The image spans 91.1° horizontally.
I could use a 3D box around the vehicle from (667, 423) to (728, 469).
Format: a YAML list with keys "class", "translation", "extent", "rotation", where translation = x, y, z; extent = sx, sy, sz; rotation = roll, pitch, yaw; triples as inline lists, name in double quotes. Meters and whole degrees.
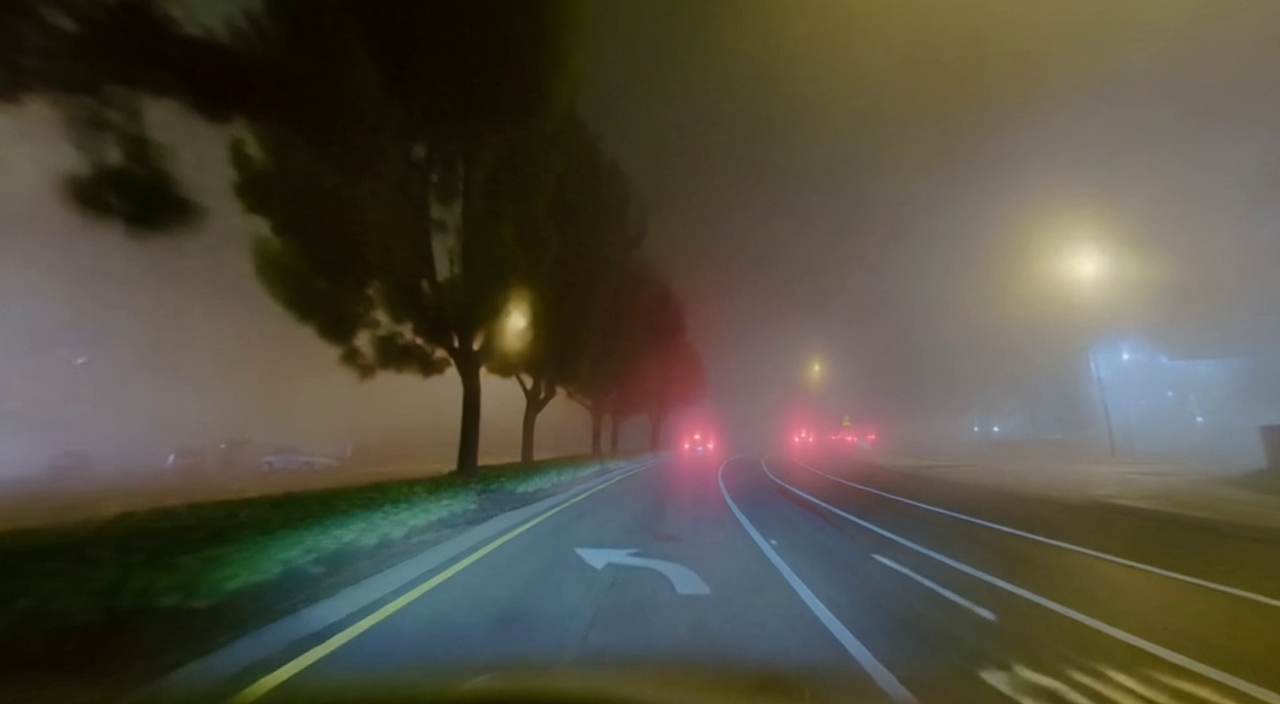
- class: "vehicle"
  translation: [2.802, 4.387, 29.325]
  extent: [2.371, 1.926, 5.615]
  rotation: [-1, -9, 9]

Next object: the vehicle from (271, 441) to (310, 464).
- class: "vehicle"
  translation: [-25.795, 7.399, 46.394]
  extent: [1.916, 1.563, 3.941]
  rotation: [3, -9, -21]

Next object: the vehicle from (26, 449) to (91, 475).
- class: "vehicle"
  translation: [-35.794, 6.752, 38.737]
  extent: [1.983, 1.491, 4.333]
  rotation: [5, -10, -31]

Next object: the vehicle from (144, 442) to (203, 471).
- class: "vehicle"
  translation: [-30.897, 6.897, 41.717]
  extent: [2.123, 1.834, 4.749]
  rotation: [4, -9, -25]

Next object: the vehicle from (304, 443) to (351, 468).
- class: "vehicle"
  translation: [-21.080, 6.964, 42.496]
  extent: [2.058, 1.580, 4.134]
  rotation: [2, -9, -16]

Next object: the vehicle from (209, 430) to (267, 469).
- class: "vehicle"
  translation: [-28.538, 6.859, 44.715]
  extent: [2.346, 2.341, 5.455]
  rotation: [0, -6, -21]
